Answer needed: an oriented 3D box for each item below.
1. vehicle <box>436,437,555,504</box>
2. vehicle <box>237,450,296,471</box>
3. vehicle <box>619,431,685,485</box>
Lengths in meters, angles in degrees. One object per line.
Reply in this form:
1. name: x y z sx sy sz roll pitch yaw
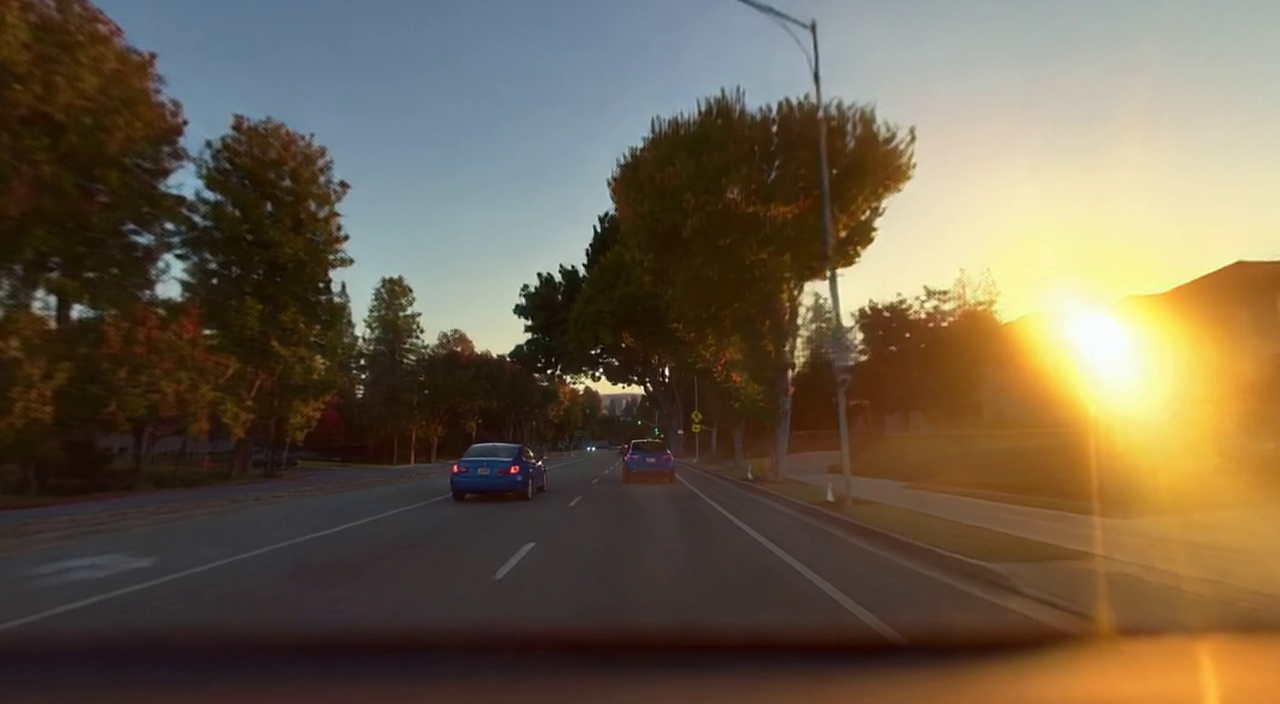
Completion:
1. vehicle: -3.445 2.903 15.887 2.036 1.447 4.044 0 -8 0
2. vehicle: -27.943 8.095 47.205 1.826 1.464 4.533 0 -8 -3
3. vehicle: 0.352 3.888 23.440 2.215 1.799 4.426 0 -8 -1
